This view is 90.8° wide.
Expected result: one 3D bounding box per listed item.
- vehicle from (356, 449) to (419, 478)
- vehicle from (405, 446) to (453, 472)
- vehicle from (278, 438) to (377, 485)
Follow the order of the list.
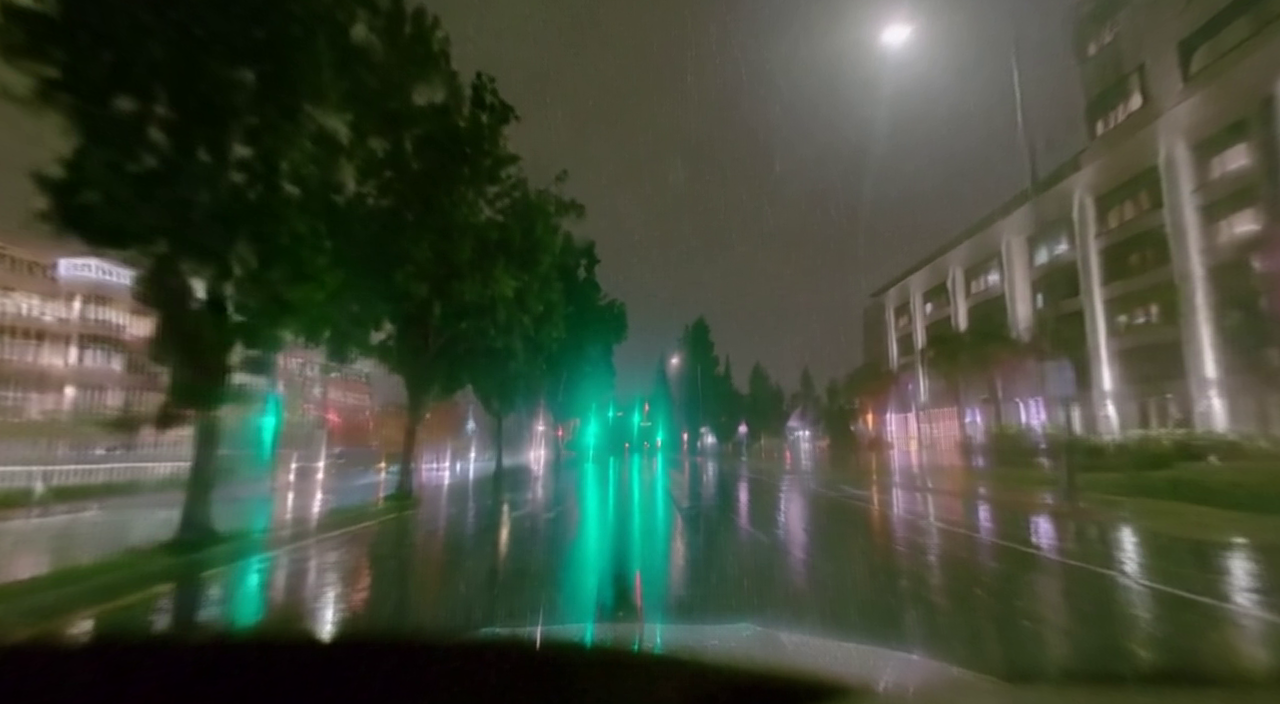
[{"bbox_3d":[-15.436,6.791,38.902,1.892,1.624,4.645,0,-8,0],"label":"vehicle"},{"bbox_3d":[-15.370,7.784,46.260,1.989,1.747,5.019,-1,-8,-3],"label":"vehicle"},{"bbox_3d":[-15.524,5.478,31.773,2.246,2.081,5.416,-2,-9,-1],"label":"vehicle"}]
